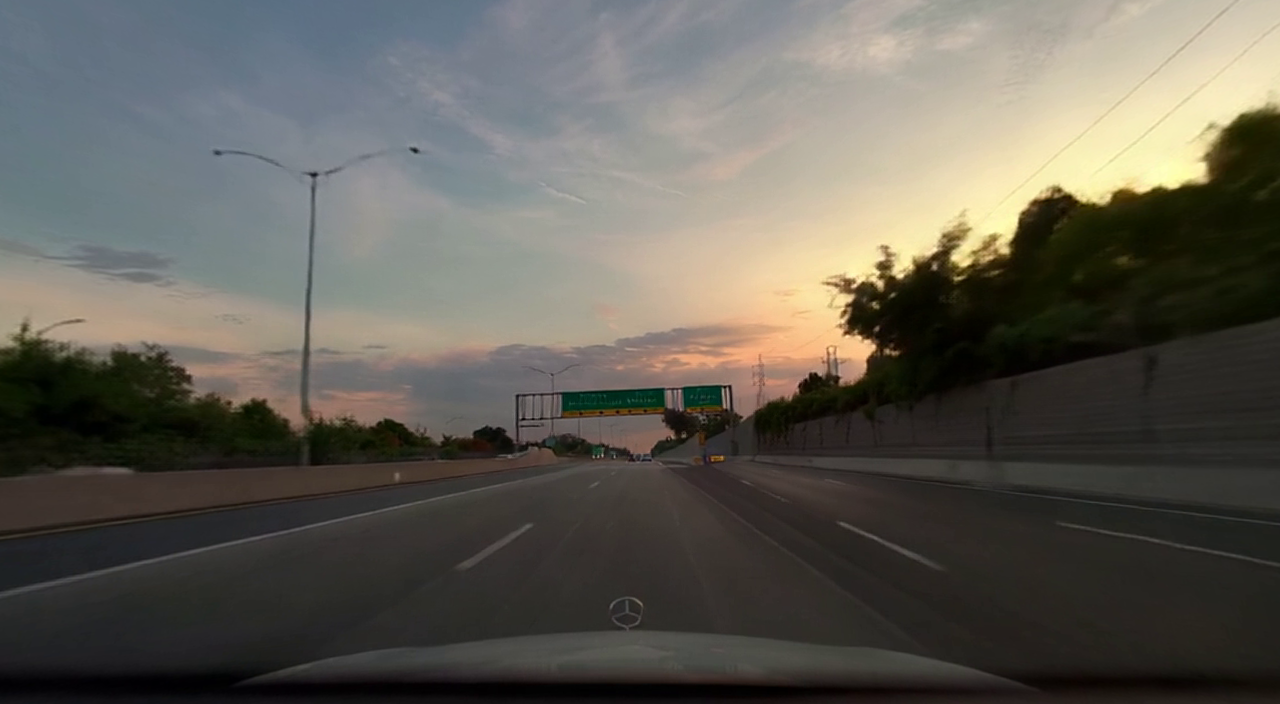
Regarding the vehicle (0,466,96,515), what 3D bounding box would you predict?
[{"bbox_3d":[-21.793,4.816,22.099,1.835,1.484,3.976,0,-9,-1],"label":"vehicle"}]
